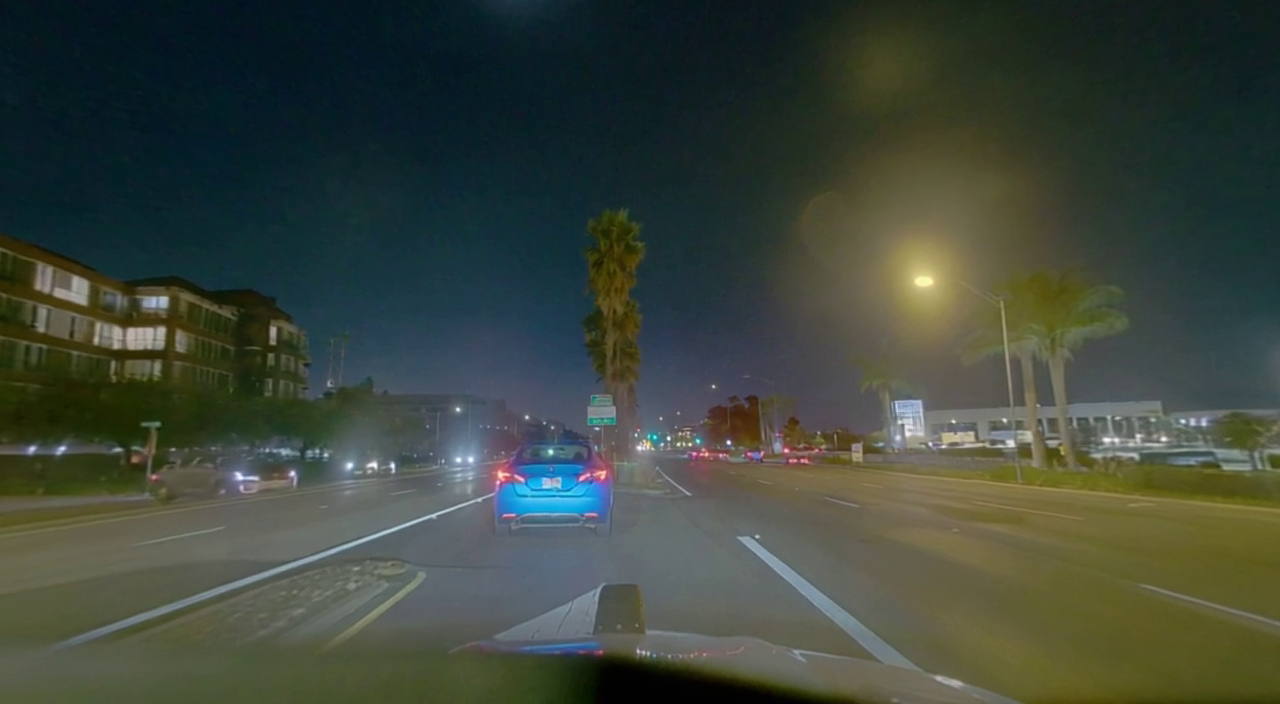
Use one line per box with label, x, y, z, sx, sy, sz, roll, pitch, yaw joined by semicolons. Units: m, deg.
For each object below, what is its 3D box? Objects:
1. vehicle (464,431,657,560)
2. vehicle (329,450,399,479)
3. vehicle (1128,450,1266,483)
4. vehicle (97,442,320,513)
vehicle;-1.482;2.030;9.790;1.986;1.473;4.382;3;-9;-20
vehicle;-15.027;6.145;34.744;2.099;1.464;4.615;1;-9;-5
vehicle;25.903;5.317;29.517;4.446;1.464;1.954;-1;-9;4
vehicle;-10.587;3.031;15.619;4.457;1.552;2.095;-3;-9;16
